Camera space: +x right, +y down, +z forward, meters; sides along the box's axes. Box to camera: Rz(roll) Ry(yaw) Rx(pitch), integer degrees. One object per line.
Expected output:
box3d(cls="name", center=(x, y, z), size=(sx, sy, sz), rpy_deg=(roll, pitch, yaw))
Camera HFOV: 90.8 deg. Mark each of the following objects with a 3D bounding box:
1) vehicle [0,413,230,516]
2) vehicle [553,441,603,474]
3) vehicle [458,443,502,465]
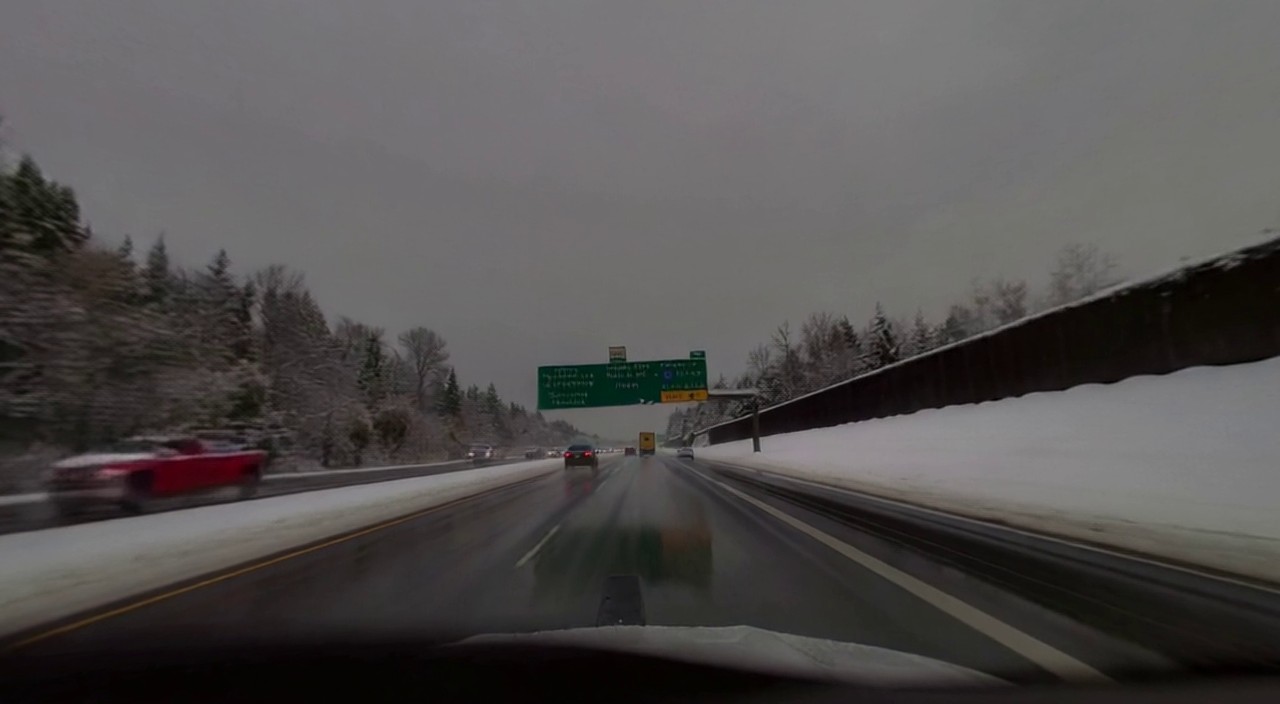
box3d(cls="vehicle", center=(-11.972, 2.460, 14.205), size=(2.075, 1.873, 4.972), rpy_deg=(0, -9, 1))
box3d(cls="vehicle", center=(-3.001, 5.238, 31.506), size=(2.020, 1.475, 4.434), rpy_deg=(0, -9, 1))
box3d(cls="vehicle", center=(-12.002, 7.656, 47.578), size=(2.010, 1.546, 4.735), rpy_deg=(0, -9, 1))
